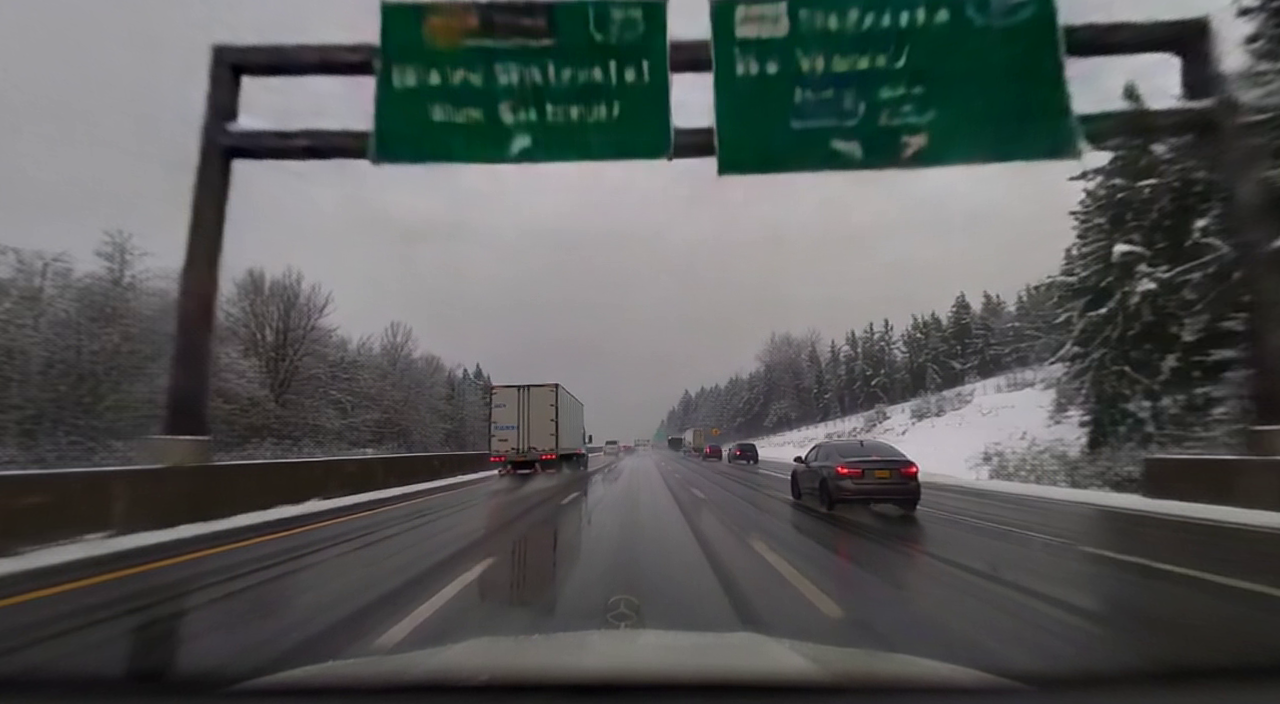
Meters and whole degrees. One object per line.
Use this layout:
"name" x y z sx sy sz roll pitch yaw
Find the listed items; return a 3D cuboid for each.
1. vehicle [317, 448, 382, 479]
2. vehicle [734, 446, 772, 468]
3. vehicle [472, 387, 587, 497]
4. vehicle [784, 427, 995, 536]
"vehicle" -18.703 7.186 40.859 1.969 1.914 4.566 0 -9 0
"vehicle" 8.089 7.566 45.517 1.876 1.475 4.185 0 -9 -1
"vehicle" -3.496 3.131 21.740 2.667 3.195 6.731 0 -9 0
"vehicle" 4.054 2.176 11.100 1.983 1.545 4.038 0 -9 -1
